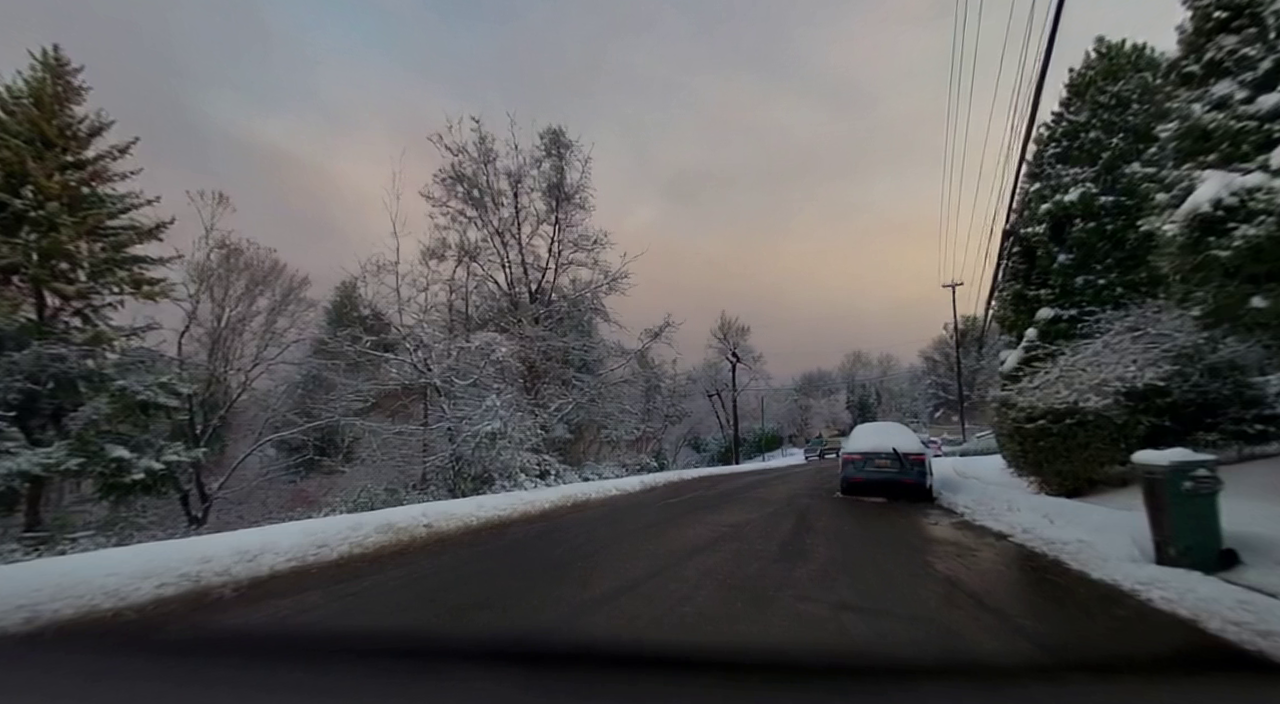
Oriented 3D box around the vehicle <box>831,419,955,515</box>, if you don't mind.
[{"bbox_3d":[6.190,2.761,15.756,2.311,1.909,5.570,-3,-9,20],"label":"vehicle"}]
